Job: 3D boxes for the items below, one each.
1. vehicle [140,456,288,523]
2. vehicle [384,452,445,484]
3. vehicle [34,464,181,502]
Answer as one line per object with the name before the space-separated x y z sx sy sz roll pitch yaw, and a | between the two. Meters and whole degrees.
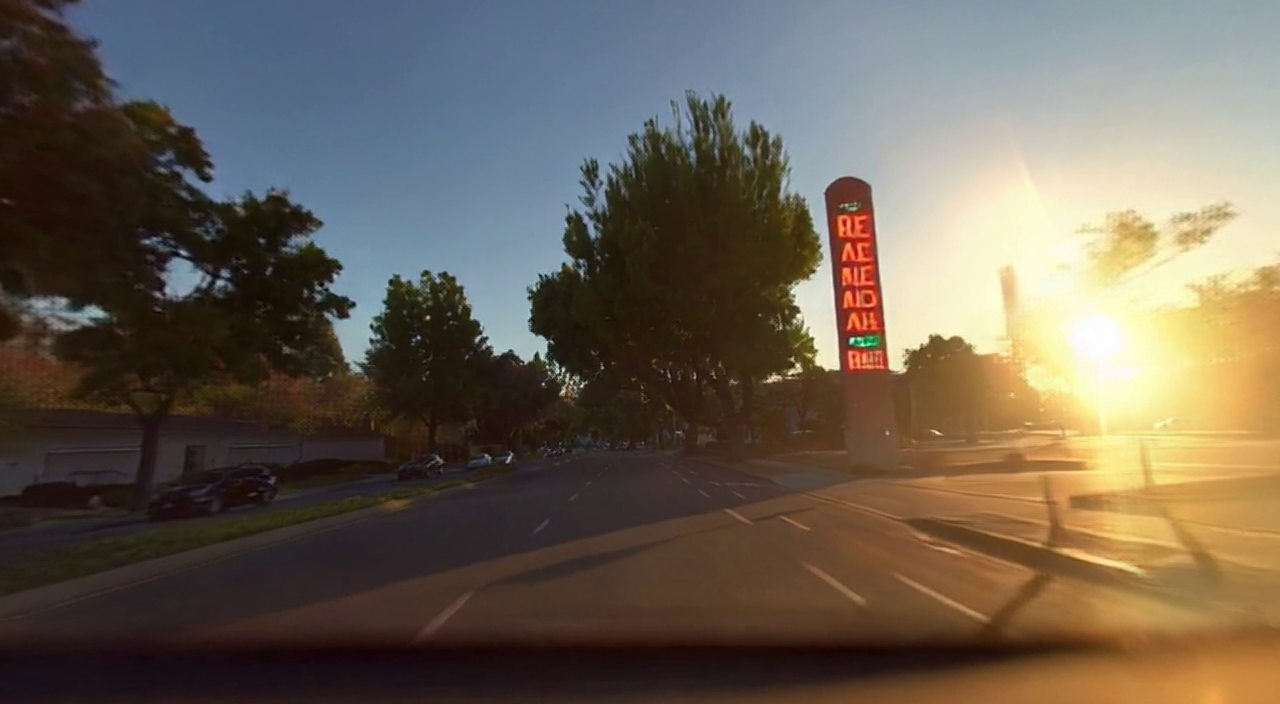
vehicle | -12.658 4.048 19.092 1.953 1.558 3.839 -6 -8 -2
vehicle | -12.809 6.545 36.078 1.986 1.488 4.330 -4 -8 -2
vehicle | -23.515 5.790 28.018 4.718 1.500 1.943 0 -8 0
